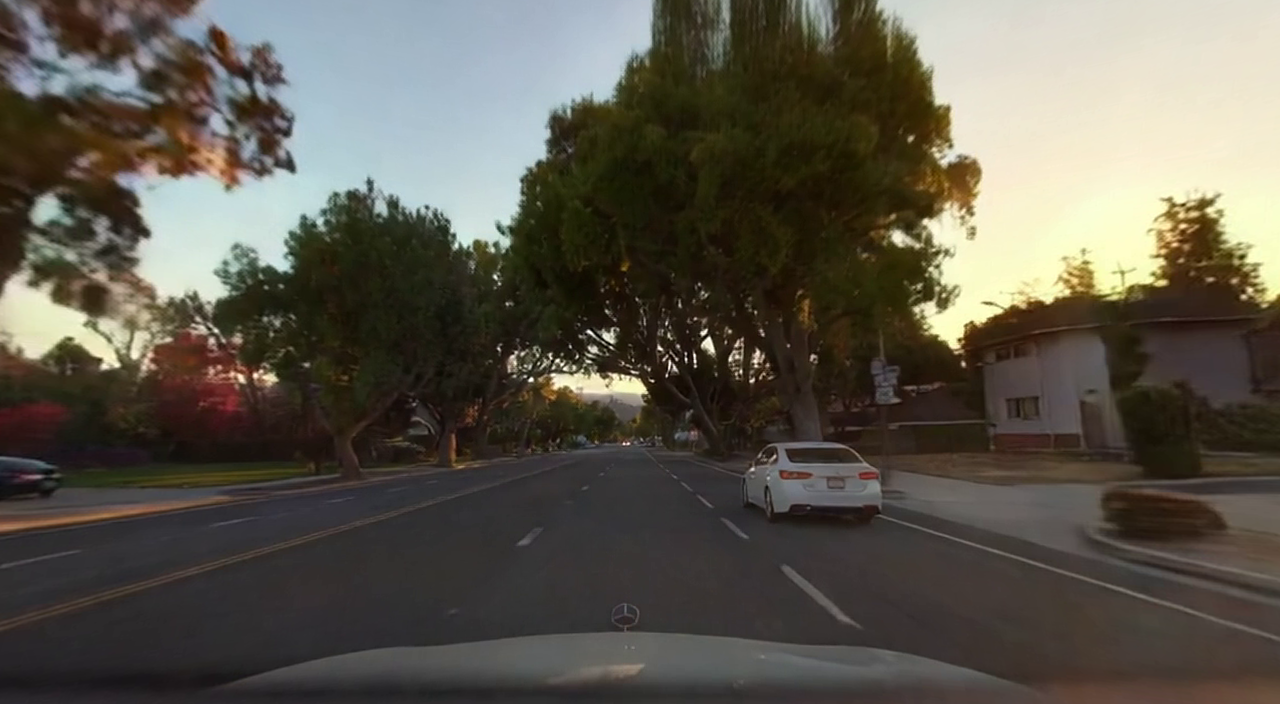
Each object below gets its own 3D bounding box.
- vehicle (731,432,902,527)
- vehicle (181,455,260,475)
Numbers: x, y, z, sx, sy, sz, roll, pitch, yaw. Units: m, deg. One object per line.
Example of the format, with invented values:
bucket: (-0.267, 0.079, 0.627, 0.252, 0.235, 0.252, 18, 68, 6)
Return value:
vehicle: (3.152, 2.367, 12.345, 2.057, 1.493, 4.225, 0, -8, -1)
vehicle: (-31.777, 8.528, 47.886, 4.684, 1.435, 1.893, 0, -9, 3)
